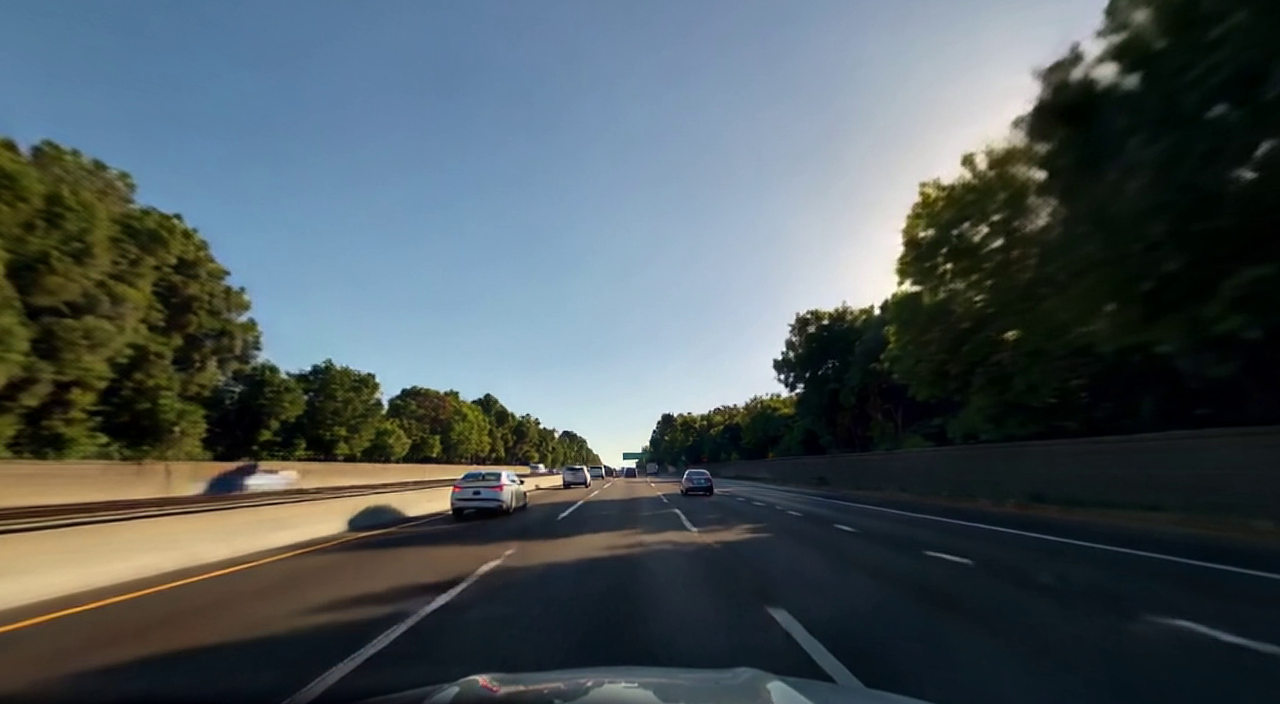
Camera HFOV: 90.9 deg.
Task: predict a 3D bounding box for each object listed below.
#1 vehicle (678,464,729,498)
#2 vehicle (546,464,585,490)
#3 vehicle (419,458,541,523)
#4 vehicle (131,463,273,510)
[{"bbox_3d":[3.017,6.289,30.918,1.981,1.516,4.109,1,-11,-1],"label":"vehicle"},{"bbox_3d":[-4.532,7.668,38.896,2.000,1.484,3.995,1,-11,-1],"label":"vehicle"},{"bbox_3d":[-4.058,3.637,16.933,2.004,1.468,4.812,1,-11,0],"label":"vehicle"},{"bbox_3d":[-16.513,5.074,24.146,2.005,1.580,4.764,1,-11,-1],"label":"vehicle"}]
